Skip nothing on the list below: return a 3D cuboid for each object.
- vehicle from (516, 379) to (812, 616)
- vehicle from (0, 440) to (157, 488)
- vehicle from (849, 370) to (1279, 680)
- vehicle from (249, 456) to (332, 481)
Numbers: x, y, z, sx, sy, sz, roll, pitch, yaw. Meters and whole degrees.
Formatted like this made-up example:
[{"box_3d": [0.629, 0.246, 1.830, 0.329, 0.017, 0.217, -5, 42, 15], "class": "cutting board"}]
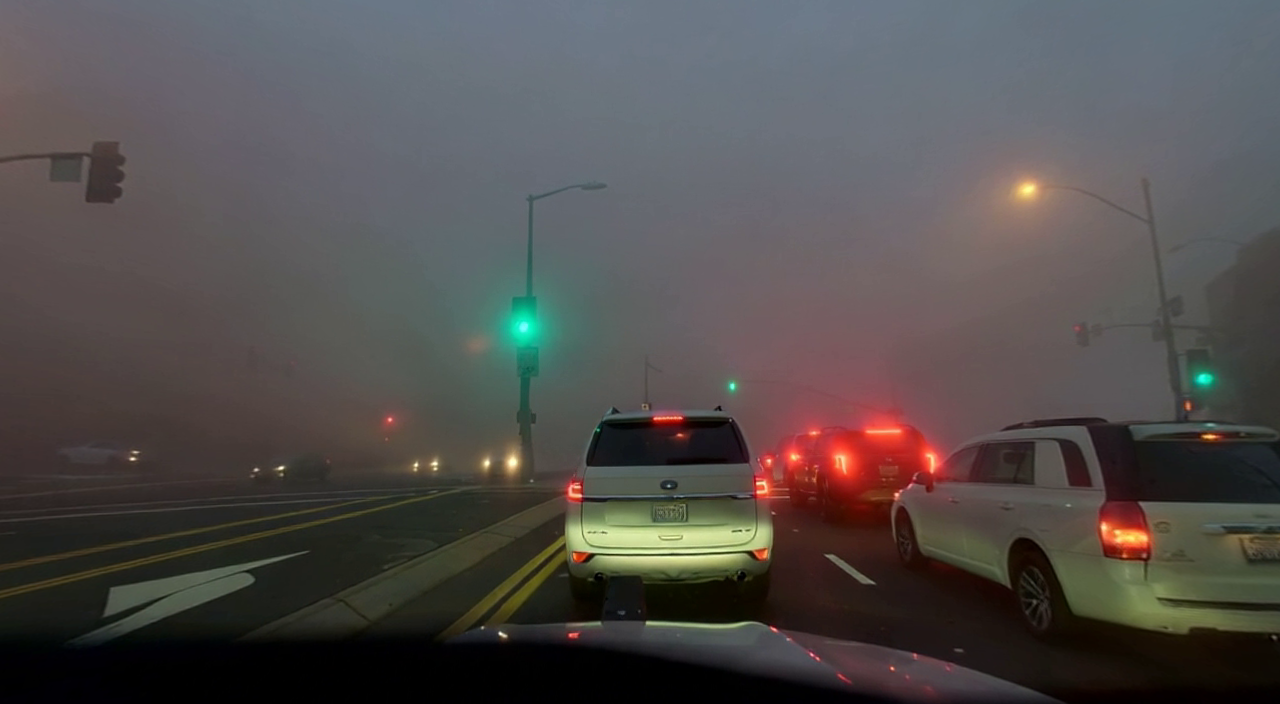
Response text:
[{"box_3d": [0.229, 1.465, 7.209, 2.292, 1.840, 4.394, 0, -9, 1], "class": "vehicle"}, {"box_3d": [-24.575, 4.842, 27.542, 5.062, 1.946, 2.243, 0, -9, -1], "class": "vehicle"}, {"box_3d": [3.562, 1.270, 5.689, 2.018, 1.701, 4.288, 0, -9, 2], "class": "vehicle"}, {"box_3d": [-21.977, 7.300, 39.773, 4.255, 1.444, 1.864, 6, -11, -37], "class": "vehicle"}]
